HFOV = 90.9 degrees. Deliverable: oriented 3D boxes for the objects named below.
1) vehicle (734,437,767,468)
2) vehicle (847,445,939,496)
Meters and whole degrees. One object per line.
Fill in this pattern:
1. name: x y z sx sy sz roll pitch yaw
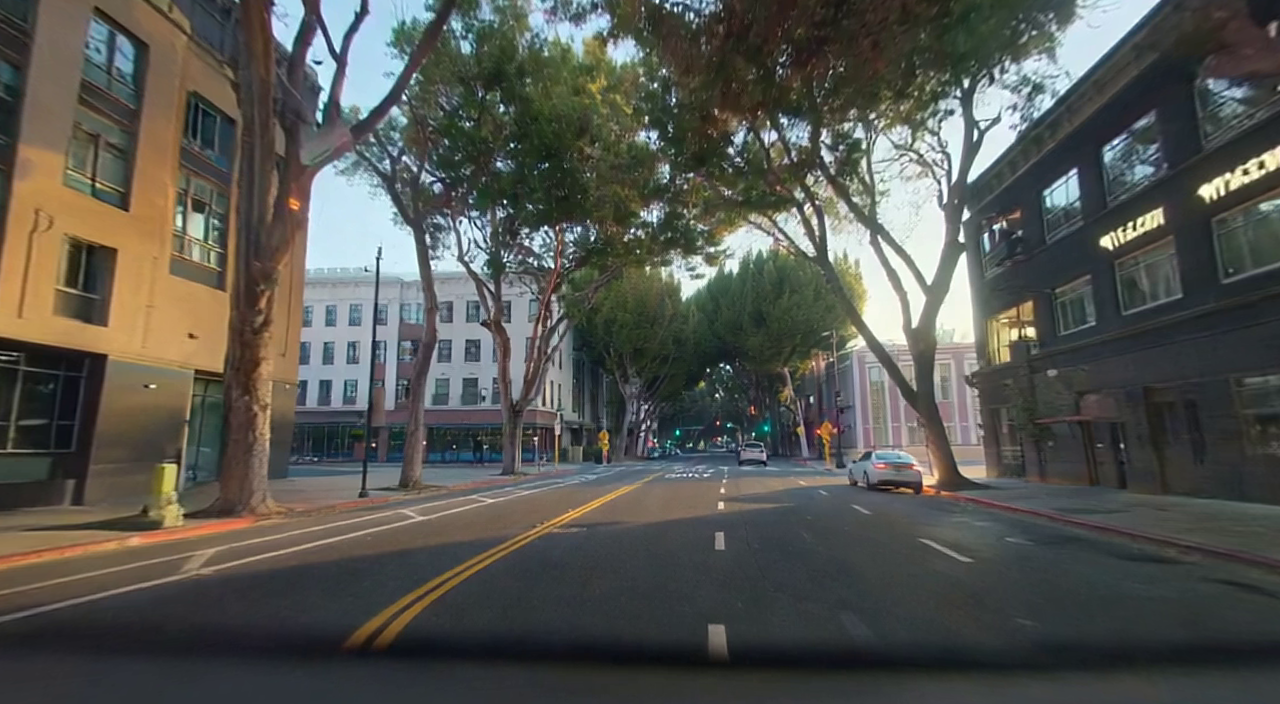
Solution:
1. vehicle: 7.344 6.671 42.221 1.971 1.919 4.748 -1 -8 8
2. vehicle: 8.248 3.836 20.942 1.759 1.488 4.124 -1 -8 6
